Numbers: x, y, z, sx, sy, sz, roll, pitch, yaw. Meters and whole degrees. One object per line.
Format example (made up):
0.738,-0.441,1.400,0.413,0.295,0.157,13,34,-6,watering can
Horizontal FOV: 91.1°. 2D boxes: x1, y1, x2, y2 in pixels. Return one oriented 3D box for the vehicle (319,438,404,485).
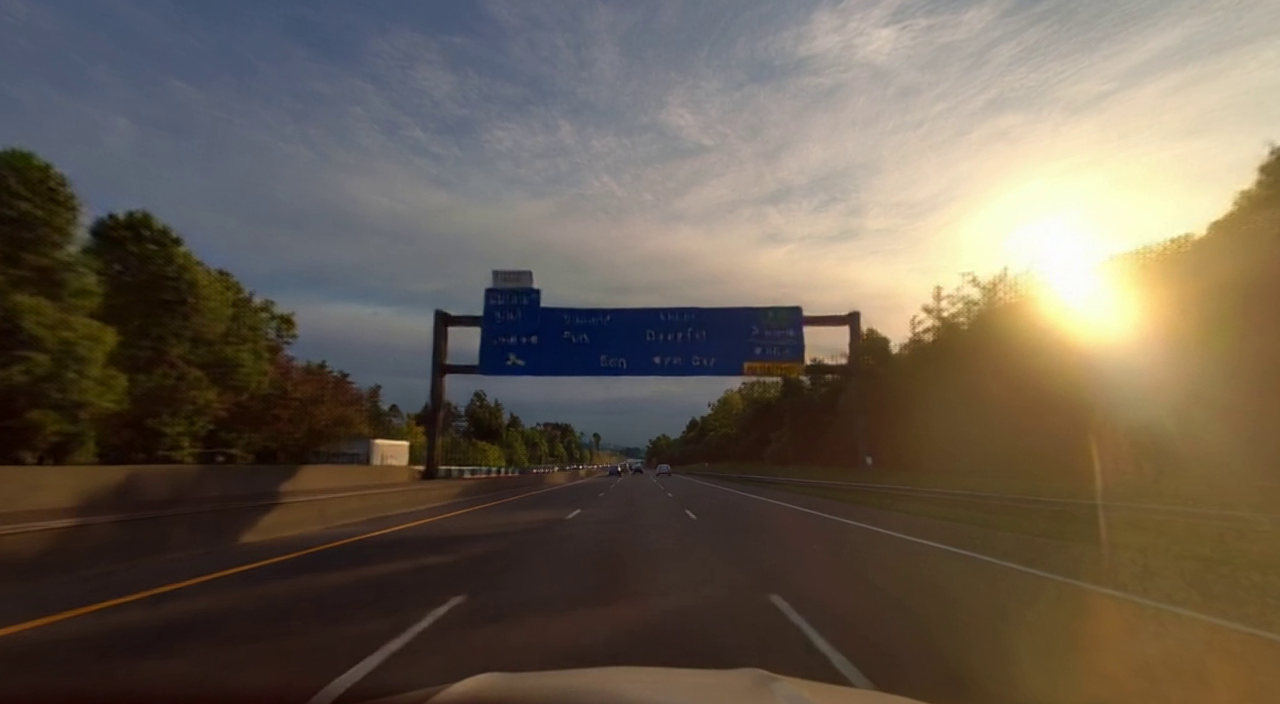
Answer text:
-19.005,7.604,43.385,2.527,2.934,6.701,1,-11,1,vehicle
